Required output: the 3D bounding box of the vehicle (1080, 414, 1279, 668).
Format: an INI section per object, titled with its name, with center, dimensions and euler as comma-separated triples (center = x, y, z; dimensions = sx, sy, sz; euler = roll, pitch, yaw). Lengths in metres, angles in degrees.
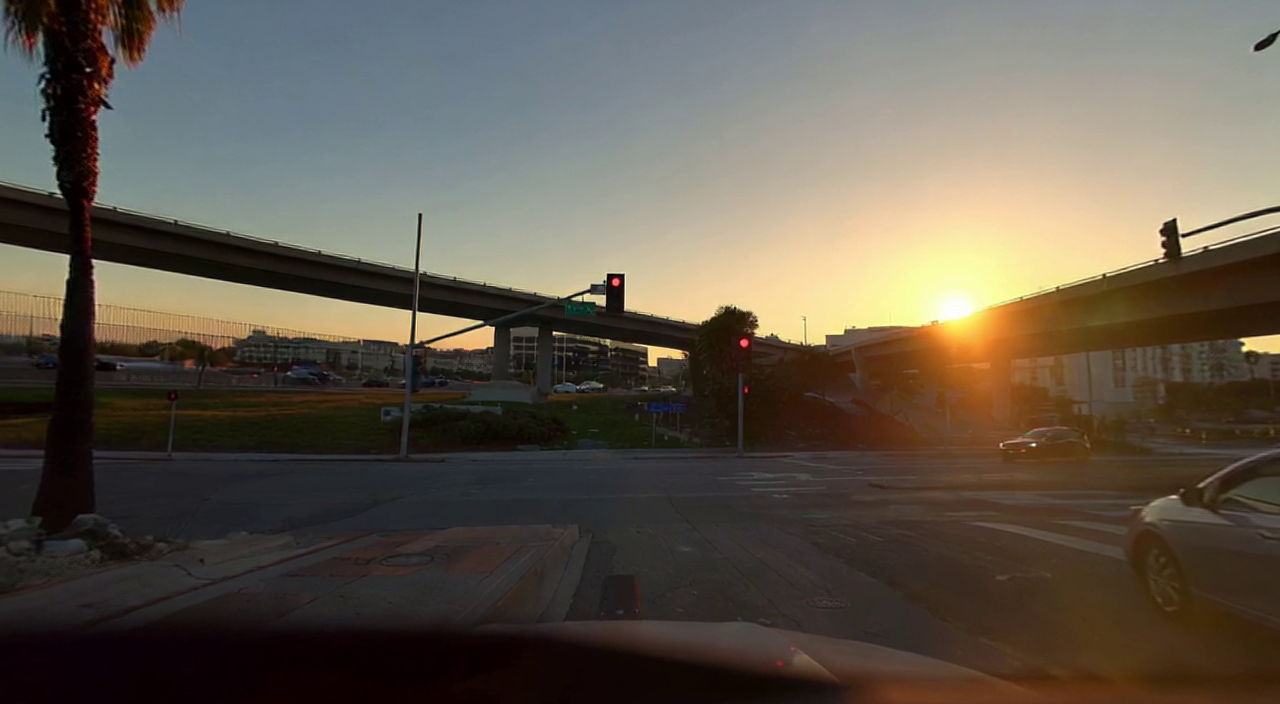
[vehicle]
center = 4.713, 1.080, 3.510
dimensions = 1.959, 1.485, 4.628
euler = -2, -9, 11
